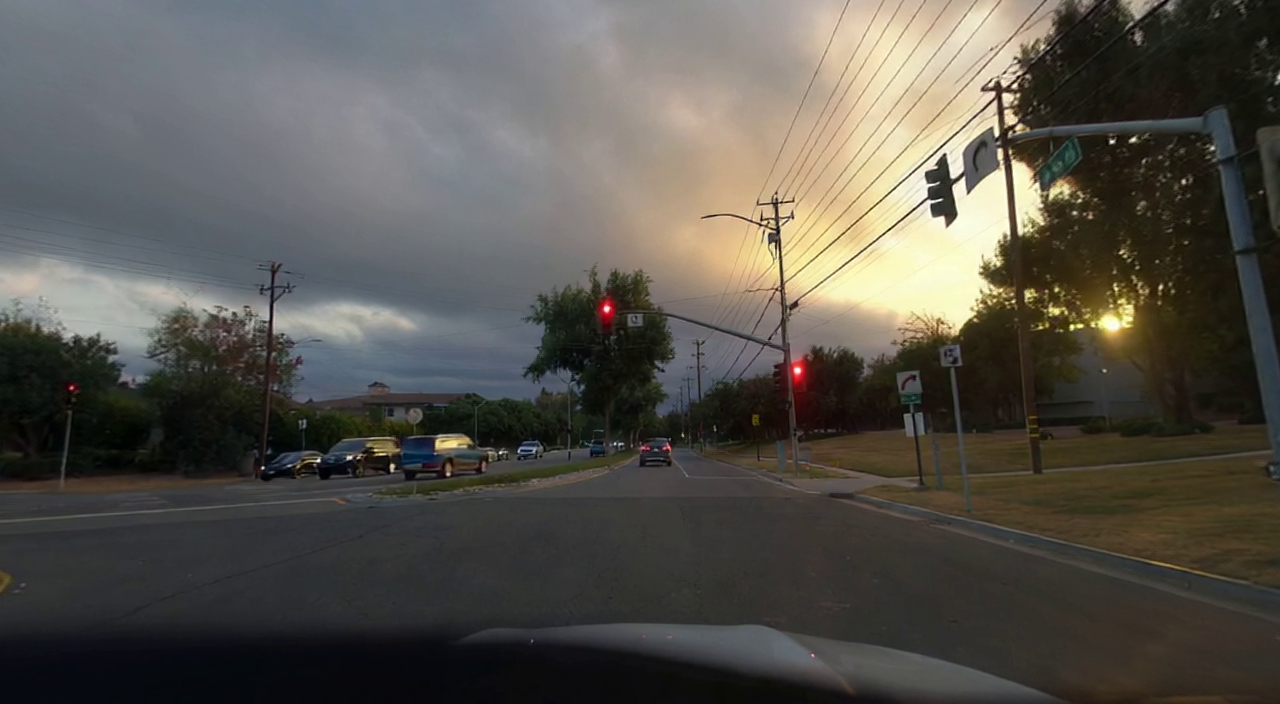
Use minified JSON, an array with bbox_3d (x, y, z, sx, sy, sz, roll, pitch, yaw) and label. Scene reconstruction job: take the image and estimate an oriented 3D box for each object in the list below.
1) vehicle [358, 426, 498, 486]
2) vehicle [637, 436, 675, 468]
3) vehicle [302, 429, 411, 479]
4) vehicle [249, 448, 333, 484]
[{"bbox_3d":[-7.717,3.836,23.407,2.175,1.957,4.686,-5,-10,26],"label":"vehicle"},{"bbox_3d":[0.928,5.731,36.036,2.010,1.681,4.682,-1,-8,2],"label":"vehicle"},{"bbox_3d":[-13.113,4.765,29.630,2.350,2.104,5.828,0,-8,1],"label":"vehicle"},{"bbox_3d":[-17.092,5.588,31.009,1.942,1.477,3.957,-4,-9,0],"label":"vehicle"}]
